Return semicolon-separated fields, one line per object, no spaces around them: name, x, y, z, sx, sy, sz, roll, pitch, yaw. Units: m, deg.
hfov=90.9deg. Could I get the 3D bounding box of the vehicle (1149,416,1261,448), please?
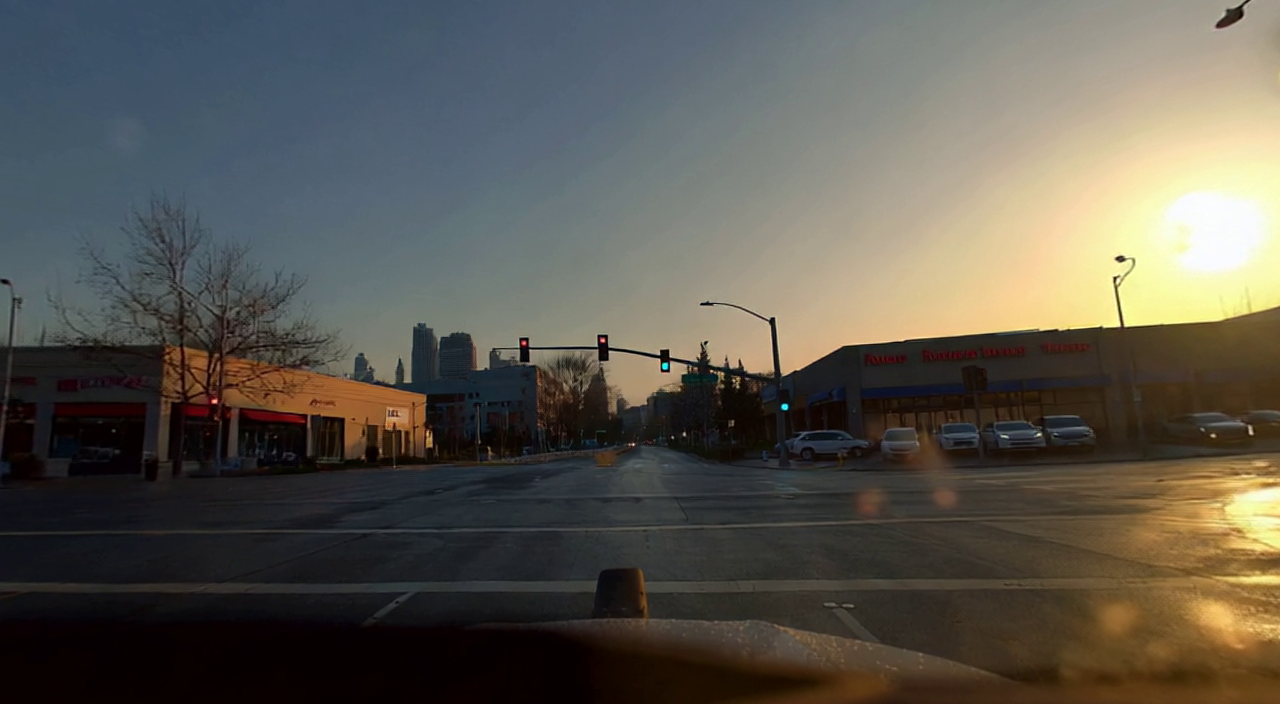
vehicle;28.274;4.079;31.729;1.799;1.459;4.266;0;-8;3
